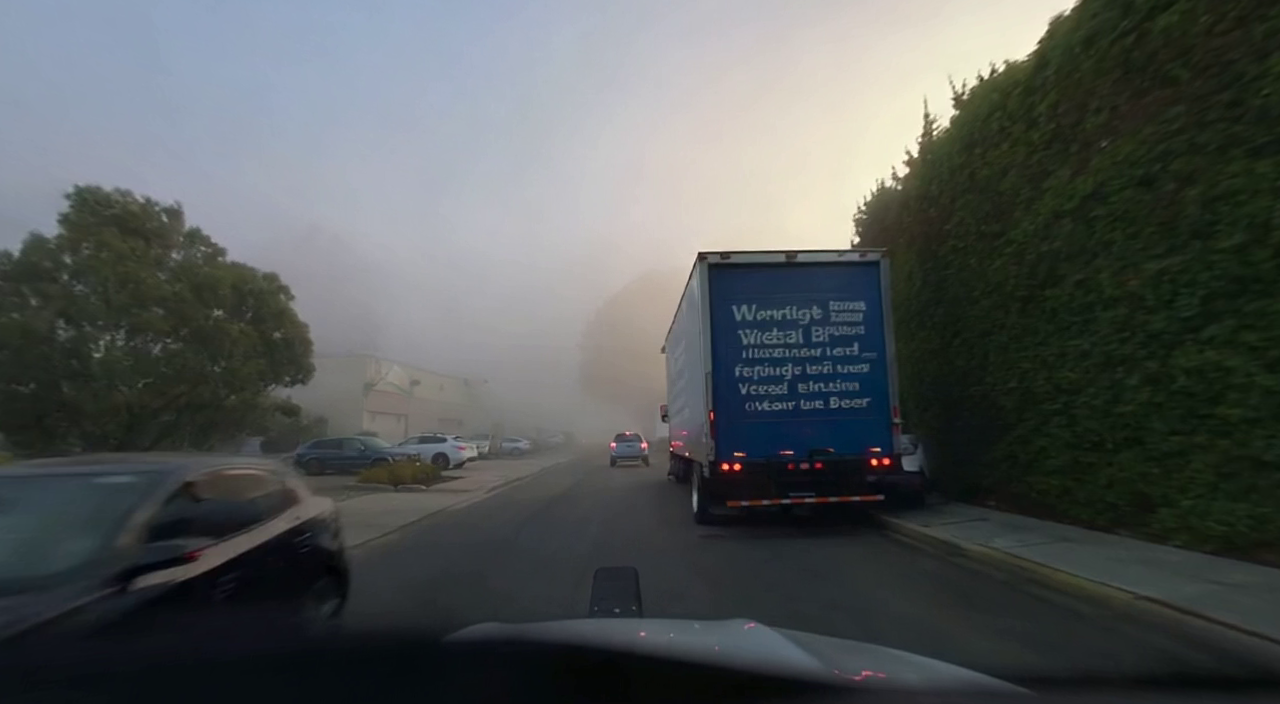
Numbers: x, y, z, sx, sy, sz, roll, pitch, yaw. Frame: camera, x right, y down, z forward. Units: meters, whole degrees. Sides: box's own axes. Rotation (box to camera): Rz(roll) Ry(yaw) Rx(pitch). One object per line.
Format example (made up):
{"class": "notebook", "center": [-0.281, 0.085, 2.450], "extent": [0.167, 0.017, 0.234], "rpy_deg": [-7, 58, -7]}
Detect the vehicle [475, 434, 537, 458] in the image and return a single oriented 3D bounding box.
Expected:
{"class": "vehicle", "center": [-8.561, 6.025, 40.448], "extent": [3.569, 1.520, 1.797], "rpy_deg": [0, -8, -2]}

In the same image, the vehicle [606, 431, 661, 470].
{"class": "vehicle", "center": [-0.233, 4.083, 26.343], "extent": [2.160, 1.498, 3.909], "rpy_deg": [-1, -8, 1]}

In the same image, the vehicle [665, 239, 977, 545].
{"class": "vehicle", "center": [2.325, 1.142, 12.832], "extent": [3.019, 3.659, 10.648], "rpy_deg": [0, -8, -1]}

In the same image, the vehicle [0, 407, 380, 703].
{"class": "vehicle", "center": [-2.632, 0.954, 2.173], "extent": [1.870, 1.448, 3.677], "rpy_deg": [0, -8, 1]}
